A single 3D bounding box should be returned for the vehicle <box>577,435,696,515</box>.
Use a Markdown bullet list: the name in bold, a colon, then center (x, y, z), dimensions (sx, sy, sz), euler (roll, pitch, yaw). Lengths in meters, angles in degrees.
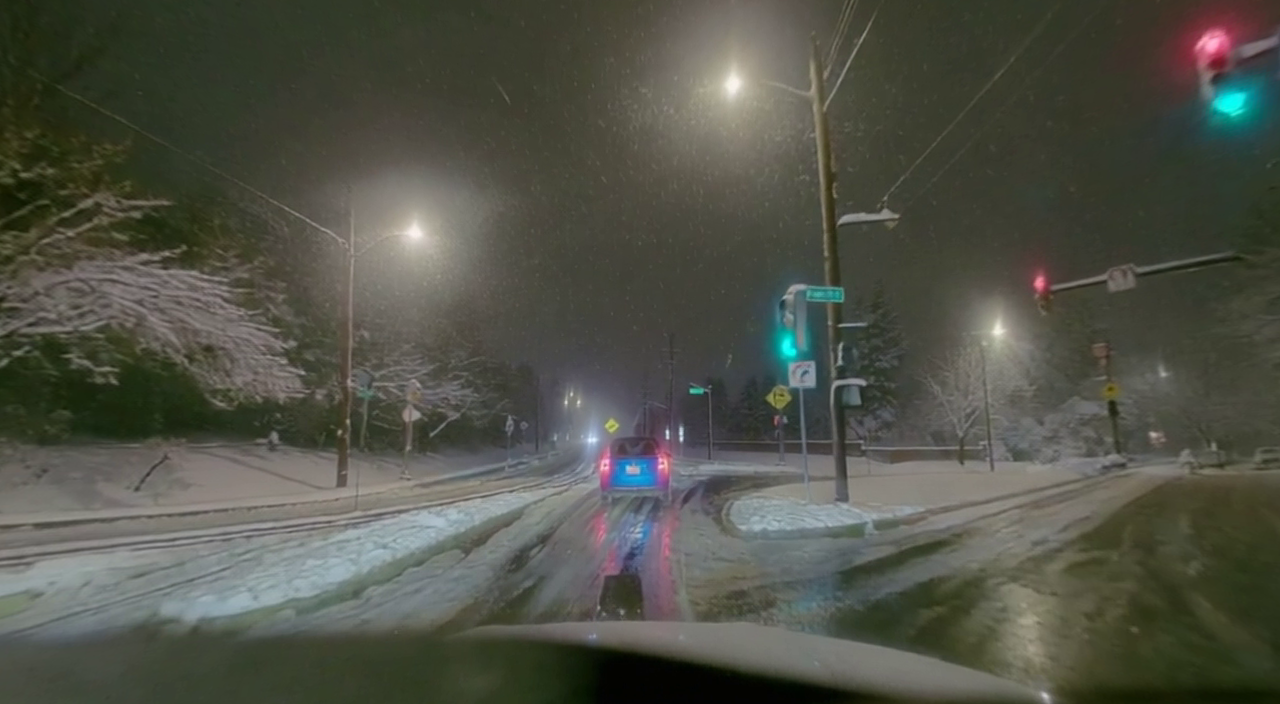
- **vehicle**: center (0.033, 2.681, 14.419), dimensions (2.295, 1.510, 4.364), euler (0, -8, 3)
